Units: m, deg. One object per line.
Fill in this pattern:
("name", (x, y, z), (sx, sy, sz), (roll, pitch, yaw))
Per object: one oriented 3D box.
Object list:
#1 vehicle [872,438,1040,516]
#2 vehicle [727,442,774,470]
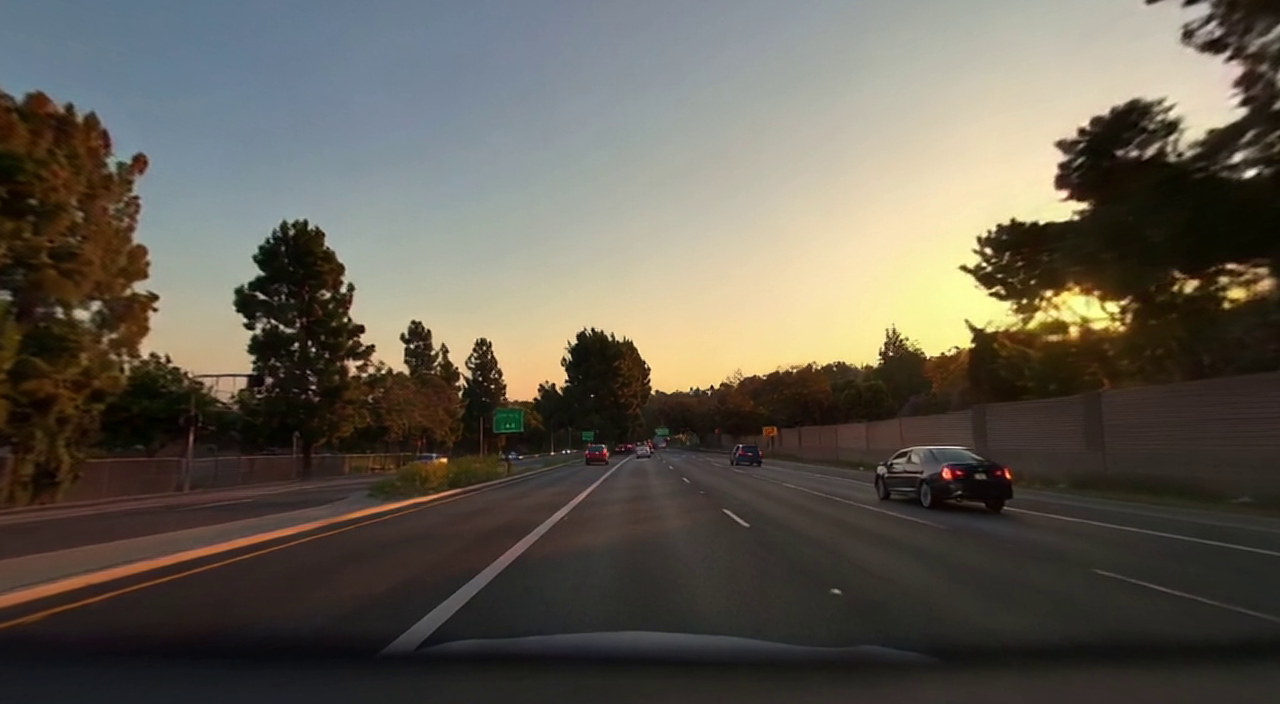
("vehicle", (6.885, 2.720, 14.280), (1.838, 1.518, 3.713), (0, -8, -1))
("vehicle", (6.674, 6.340, 38.717), (1.987, 1.597, 4.463), (0, -8, -1))
